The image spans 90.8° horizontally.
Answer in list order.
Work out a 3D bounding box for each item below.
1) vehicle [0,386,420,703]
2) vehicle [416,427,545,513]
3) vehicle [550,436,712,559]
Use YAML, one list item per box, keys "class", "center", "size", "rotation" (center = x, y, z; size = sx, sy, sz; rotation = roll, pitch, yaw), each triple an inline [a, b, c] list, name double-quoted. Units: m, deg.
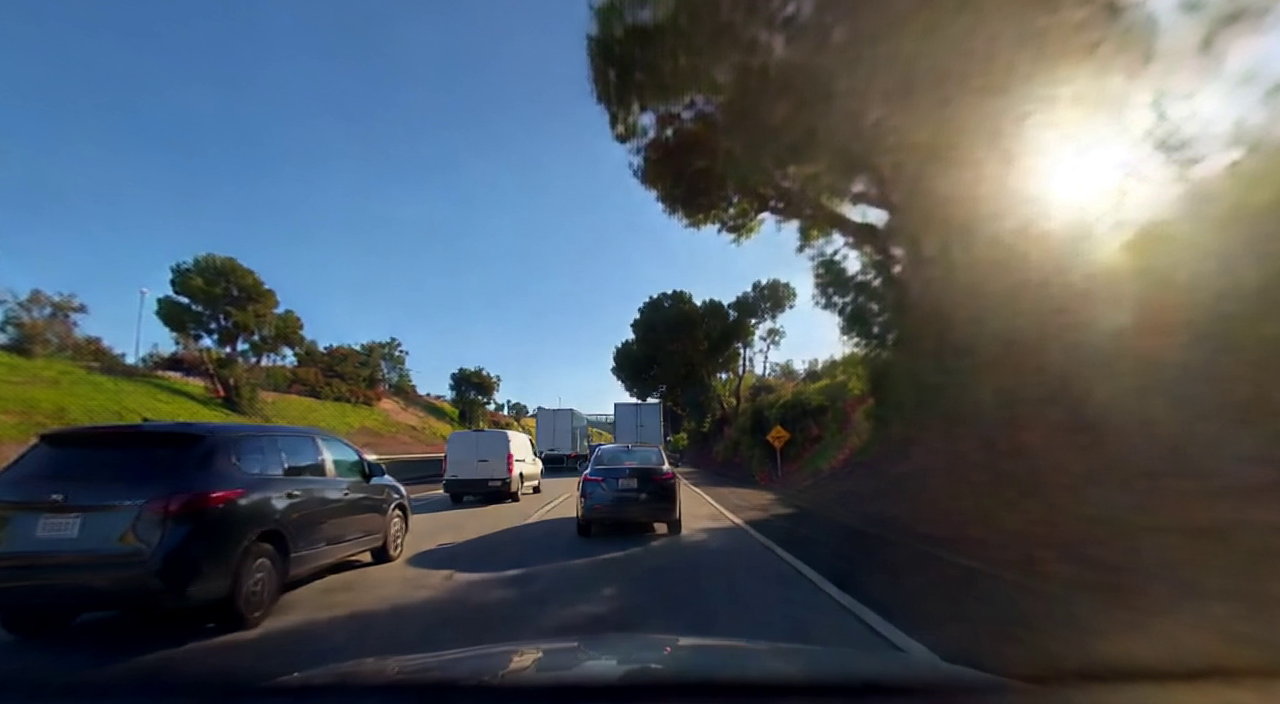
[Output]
- class: "vehicle"
  center: [-3.677, 1.342, 5.329]
  size: [2.029, 1.656, 4.437]
  rotation: [-1, -9, 0]
- class: "vehicle"
  center: [-3.943, 3.019, 16.598]
  size: [2.055, 1.913, 4.584]
  rotation: [-1, -9, 2]
- class: "vehicle"
  center: [-0.119, 2.070, 9.570]
  size: [1.995, 1.495, 3.380]
  rotation: [0, -9, 0]
